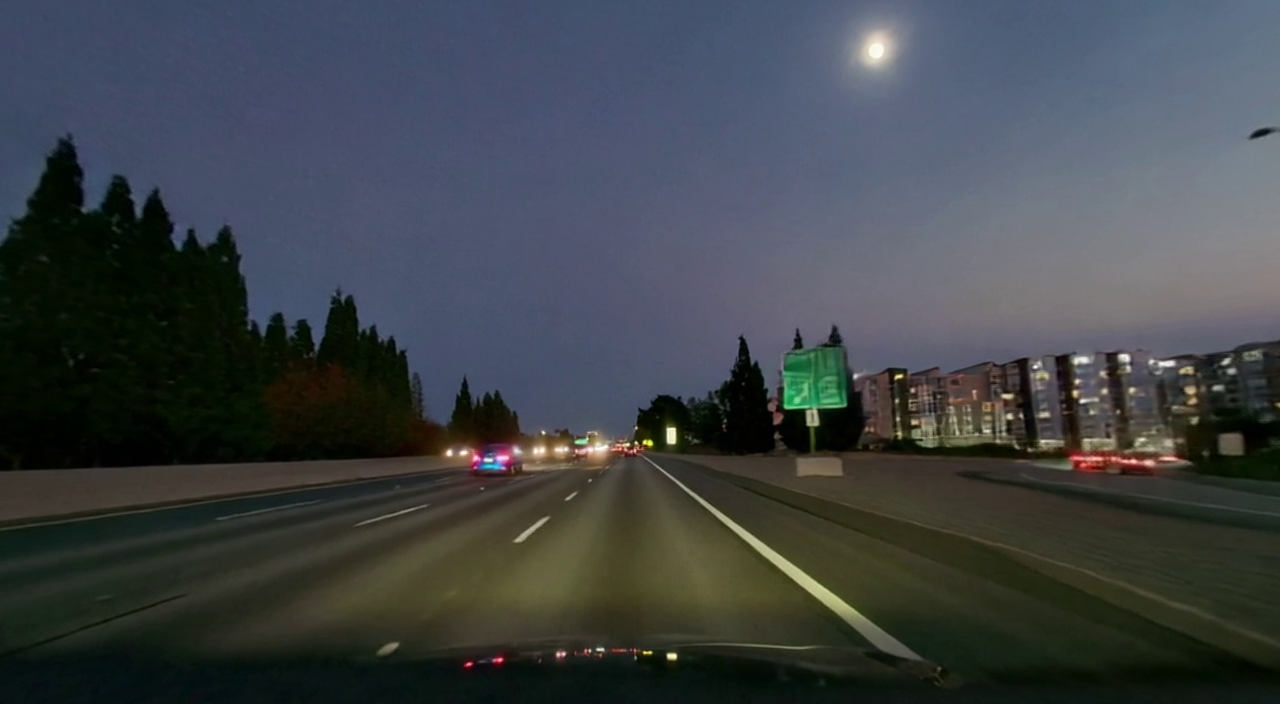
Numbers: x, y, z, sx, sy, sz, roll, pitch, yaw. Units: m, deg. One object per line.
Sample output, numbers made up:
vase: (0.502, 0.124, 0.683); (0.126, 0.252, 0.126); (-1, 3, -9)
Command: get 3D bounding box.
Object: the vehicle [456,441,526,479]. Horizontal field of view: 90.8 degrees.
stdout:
vehicle: (-6.797, 4.960, 29.320); (2.016, 1.606, 4.806); (0, -9, 1)
